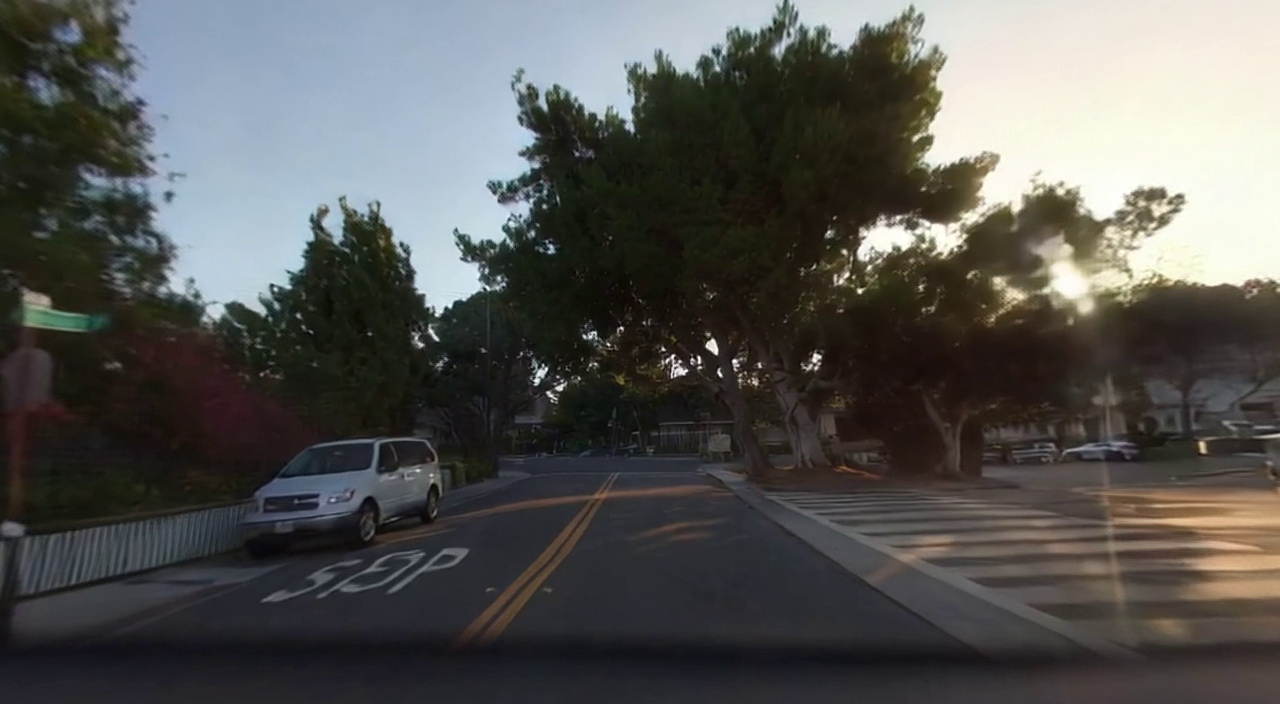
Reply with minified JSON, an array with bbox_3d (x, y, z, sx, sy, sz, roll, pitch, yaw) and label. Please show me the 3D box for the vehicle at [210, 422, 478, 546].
[{"bbox_3d":[-5.497,2.507,13.073,2.308,1.899,6.107,-2,-8,4],"label":"vehicle"}]
